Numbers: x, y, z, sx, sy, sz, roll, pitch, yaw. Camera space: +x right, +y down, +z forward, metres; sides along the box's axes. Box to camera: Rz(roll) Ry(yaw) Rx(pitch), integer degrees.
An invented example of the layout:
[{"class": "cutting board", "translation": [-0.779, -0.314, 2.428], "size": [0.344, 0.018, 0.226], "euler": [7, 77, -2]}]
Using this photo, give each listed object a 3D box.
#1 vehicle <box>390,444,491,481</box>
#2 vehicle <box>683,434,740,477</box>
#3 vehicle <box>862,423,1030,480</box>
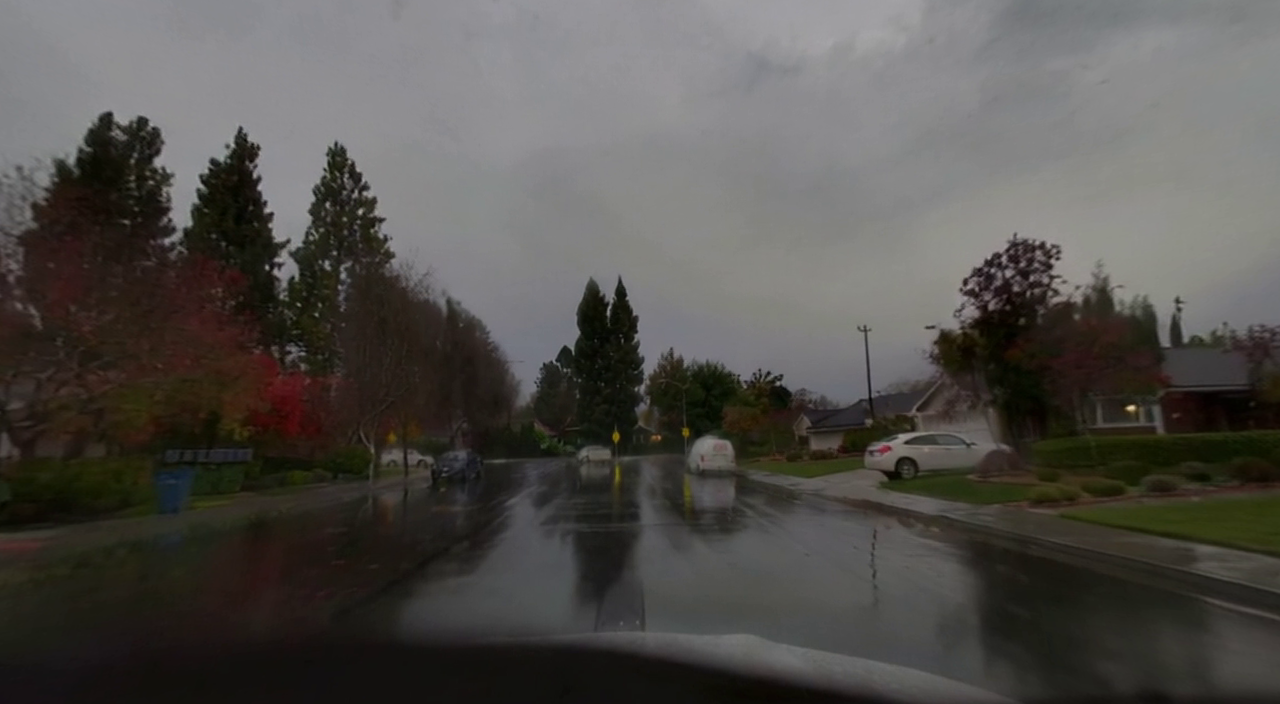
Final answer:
[{"class": "vehicle", "translation": [-10.347, 5.733, 33.005], "size": [4.620, 1.695, 2.004], "euler": [5, -11, -40]}, {"class": "vehicle", "translation": [3.380, 5.006, 30.773], "size": [2.051, 1.925, 4.625], "euler": [0, -8, -3]}, {"class": "vehicle", "translation": [10.461, 3.450, 21.922], "size": [4.733, 1.843, 2.005], "euler": [0, -8, 1]}]
